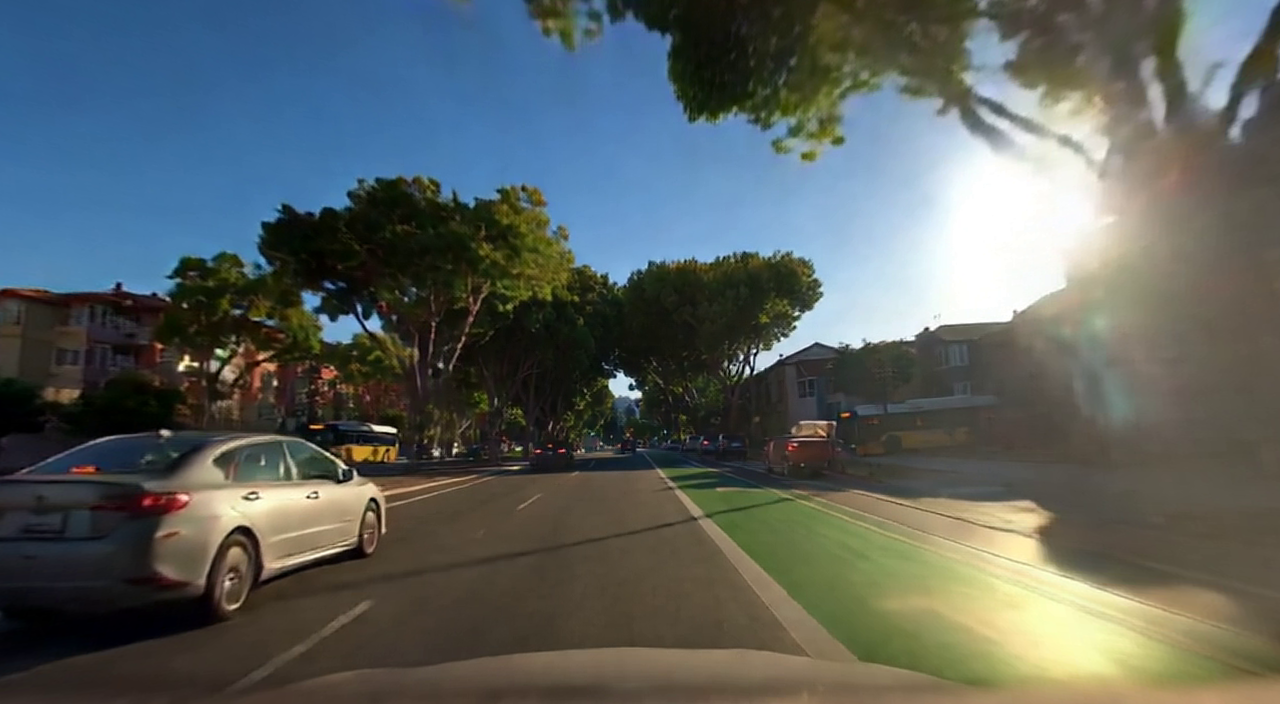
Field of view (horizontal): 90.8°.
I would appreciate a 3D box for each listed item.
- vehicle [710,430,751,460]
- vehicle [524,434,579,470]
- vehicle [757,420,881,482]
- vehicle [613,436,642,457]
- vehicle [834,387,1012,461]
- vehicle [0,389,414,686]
[{"bbox_3d":[5.842,6.042,41.225,1.945,1.829,4.305,0,-8,-2],"label":"vehicle"},{"bbox_3d":[-4.002,4.600,29.171,1.934,1.522,4.287,0,-8,0],"label":"vehicle"},{"bbox_3d":[5.876,3.385,21.785,2.390,1.816,6.050,0,-8,-1],"label":"vehicle"},{"bbox_3d":[-0.928,6.990,46.733,1.999,1.520,3.896,0,-8,-1],"label":"vehicle"},{"bbox_3d":[14.789,3.805,33.495,7.722,2.908,3.067,-6,-7,-4],"label":"vehicle"},{"bbox_3d":[-3.779,1.276,5.532,1.995,1.524,4.438,0,-8,-1],"label":"vehicle"}]
